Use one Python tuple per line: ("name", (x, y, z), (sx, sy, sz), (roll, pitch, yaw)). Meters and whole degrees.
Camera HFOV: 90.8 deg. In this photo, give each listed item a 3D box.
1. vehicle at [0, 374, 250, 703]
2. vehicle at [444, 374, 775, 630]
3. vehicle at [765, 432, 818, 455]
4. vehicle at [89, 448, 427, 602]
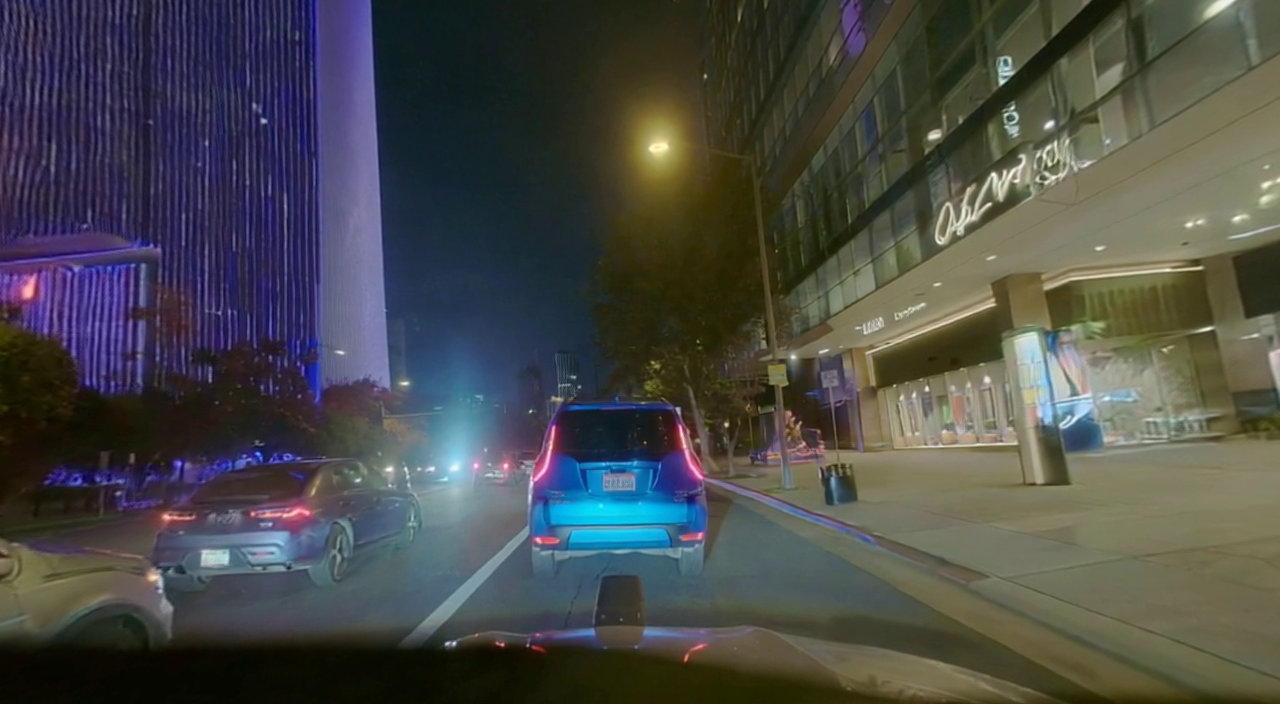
("vehicle", (-3.186, 0.798, 1.338), (1.971, 1.658, 4.428), (0, -8, -2))
("vehicle", (-0.372, 1.457, 7.132), (2.531, 1.930, 4.382), (0, -9, -4))
("vehicle", (10.252, 6.187, 42.682), (1.877, 1.416, 3.965), (-9, -12, 38))
("vehicle", (-4.517, 2.042, 8.503), (1.876, 1.448, 4.464), (0, -8, -2))
